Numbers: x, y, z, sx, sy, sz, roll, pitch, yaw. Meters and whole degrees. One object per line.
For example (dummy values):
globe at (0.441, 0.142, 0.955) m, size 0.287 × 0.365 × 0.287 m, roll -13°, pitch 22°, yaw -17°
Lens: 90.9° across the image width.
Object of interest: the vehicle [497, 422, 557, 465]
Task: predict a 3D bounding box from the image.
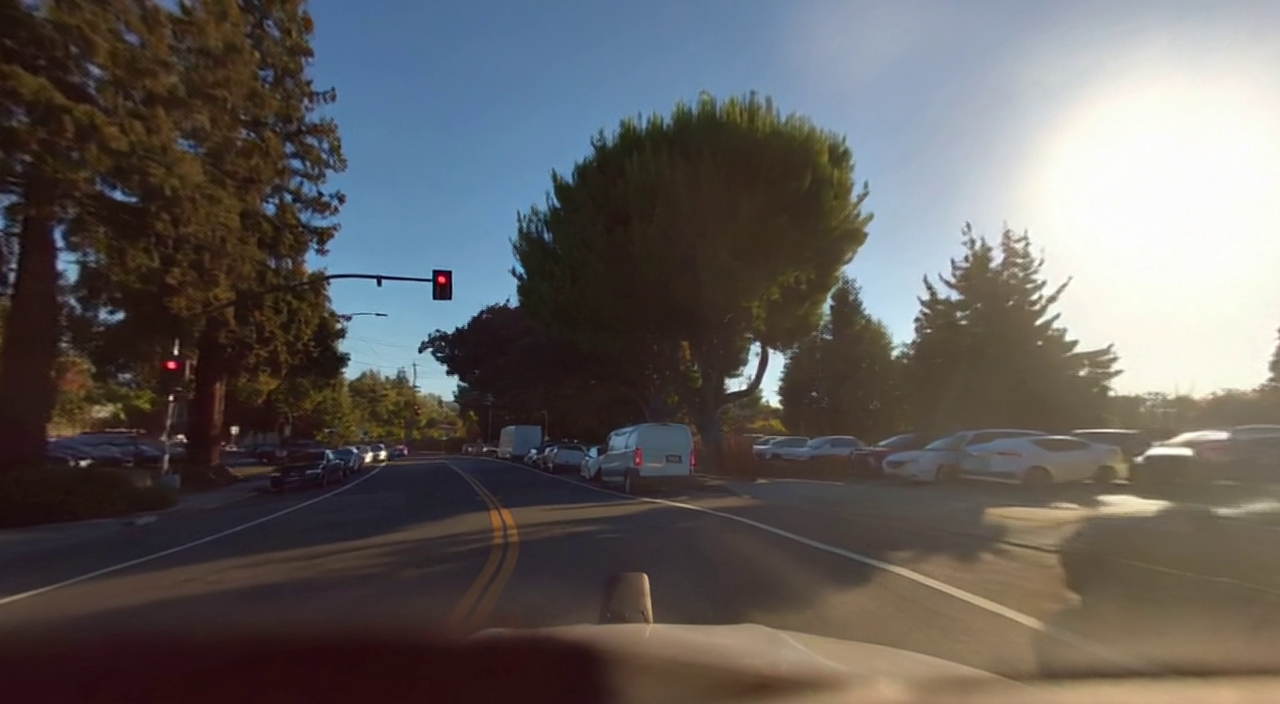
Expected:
vehicle at (-8.521, 6.790, 46.962) m, size 3.089 × 2.882 × 6.770 m, roll 3°, pitch -9°, yaw -21°

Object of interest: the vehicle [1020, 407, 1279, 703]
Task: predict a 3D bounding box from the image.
vehicle at (4.218, 0.977, 2.856) m, size 1.957 × 1.479 × 4.554 m, roll 0°, pitch -8°, yaw -3°

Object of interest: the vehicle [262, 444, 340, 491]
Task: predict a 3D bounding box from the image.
vehicle at (-12.488, 4.234, 23.506) m, size 1.950 × 1.489 × 4.214 m, roll 2°, pitch -8°, yaw -20°

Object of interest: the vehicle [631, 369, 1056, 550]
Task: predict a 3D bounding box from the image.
vehicle at (2.607, 2.081, 12.964) m, size 3.041 × 2.164 × 10.370 m, roll 1°, pitch -9°, yaw -15°
